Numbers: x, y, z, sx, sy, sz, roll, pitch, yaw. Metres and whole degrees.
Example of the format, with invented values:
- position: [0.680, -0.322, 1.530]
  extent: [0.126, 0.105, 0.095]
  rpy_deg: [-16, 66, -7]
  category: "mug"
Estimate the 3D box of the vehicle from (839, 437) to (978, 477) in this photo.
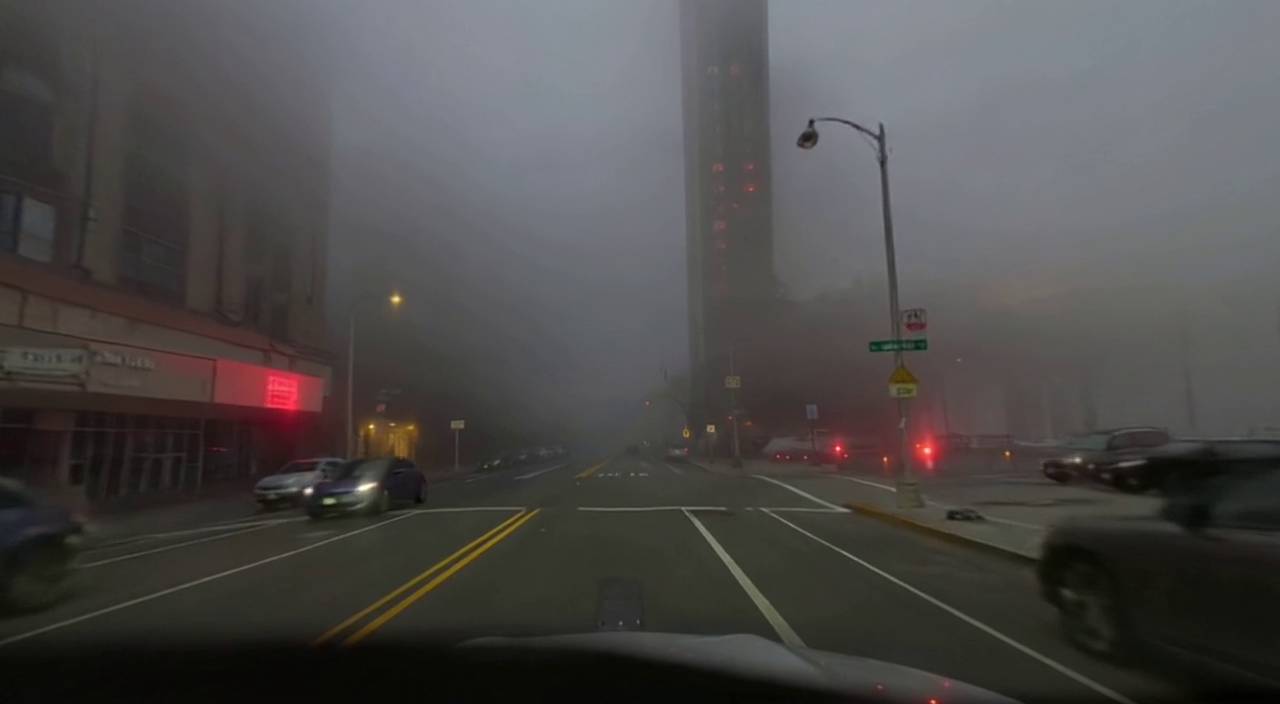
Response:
- position: [10.594, 4.149, 25.154]
  extent: [4.611, 1.494, 1.982]
  rpy_deg: [0, -8, -4]
  category: "vehicle"

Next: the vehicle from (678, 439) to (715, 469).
- position: [3.590, 6.573, 40.960]
  extent: [2.118, 1.779, 5.121]
  rpy_deg: [0, -8, 2]
  category: "vehicle"

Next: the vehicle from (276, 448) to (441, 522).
- position: [-6.599, 3.129, 15.520]
  extent: [1.962, 1.475, 4.580]
  rpy_deg: [0, -8, 0]
  category: "vehicle"

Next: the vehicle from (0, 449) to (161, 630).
- position: [-6.355, 1.478, 4.578]
  extent: [1.993, 1.484, 4.812]
  rpy_deg: [0, -8, 0]
  category: "vehicle"

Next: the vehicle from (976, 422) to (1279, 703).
- position: [3.721, 1.037, 2.655]
  extent: [1.937, 1.481, 4.760]
  rpy_deg: [0, -8, -1]
  category: "vehicle"

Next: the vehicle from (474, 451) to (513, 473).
- position: [-11.275, 8.468, 49.000]
  extent: [2.018, 1.553, 4.407]
  rpy_deg: [0, -8, -1]
  category: "vehicle"
